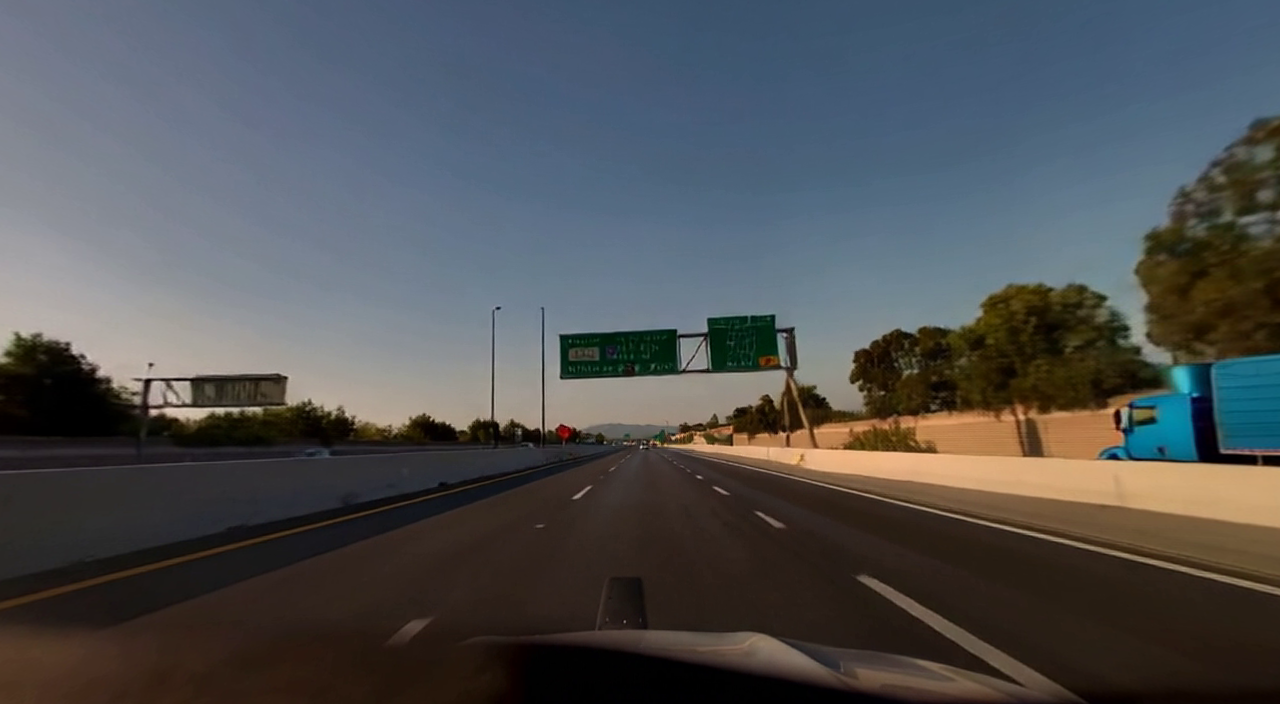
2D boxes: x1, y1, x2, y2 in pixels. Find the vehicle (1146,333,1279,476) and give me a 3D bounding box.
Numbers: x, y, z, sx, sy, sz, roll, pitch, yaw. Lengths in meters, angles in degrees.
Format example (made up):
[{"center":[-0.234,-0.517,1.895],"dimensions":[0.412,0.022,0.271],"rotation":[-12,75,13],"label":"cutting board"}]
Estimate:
[{"center":[20.807,1.022,14.776],"dimensions":[2.836,4.027,14.280],"rotation":[3,-9,-19],"label":"vehicle"}]
